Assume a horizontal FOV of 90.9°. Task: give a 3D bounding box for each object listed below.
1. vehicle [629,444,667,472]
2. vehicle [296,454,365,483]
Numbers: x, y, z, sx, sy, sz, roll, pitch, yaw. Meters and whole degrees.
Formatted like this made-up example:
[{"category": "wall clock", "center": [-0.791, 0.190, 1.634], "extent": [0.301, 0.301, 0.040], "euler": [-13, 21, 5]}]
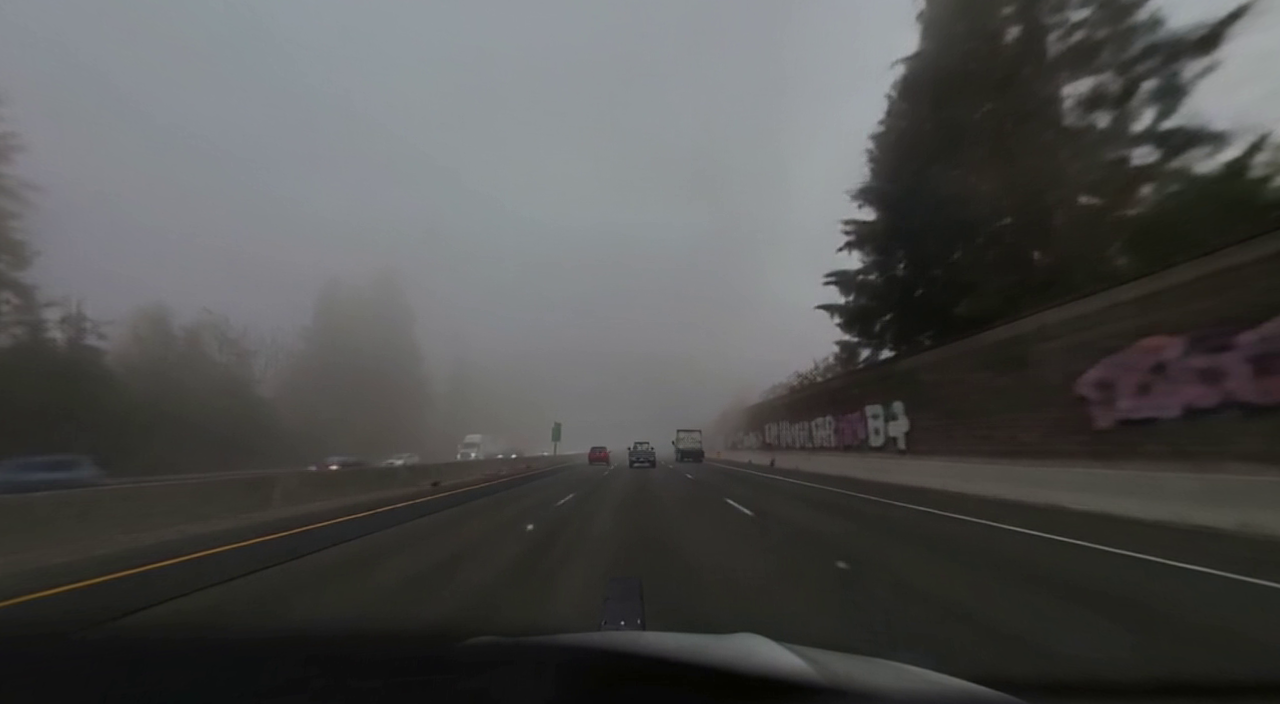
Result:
[{"category": "vehicle", "center": [0.403, 5.969, 35.596], "extent": [2.009, 1.506, 4.091], "euler": [0, -9, 0]}, {"category": "vehicle", "center": [-16.479, 6.187, 33.733], "extent": [1.775, 1.455, 3.730], "euler": [0, -9, 0]}]
